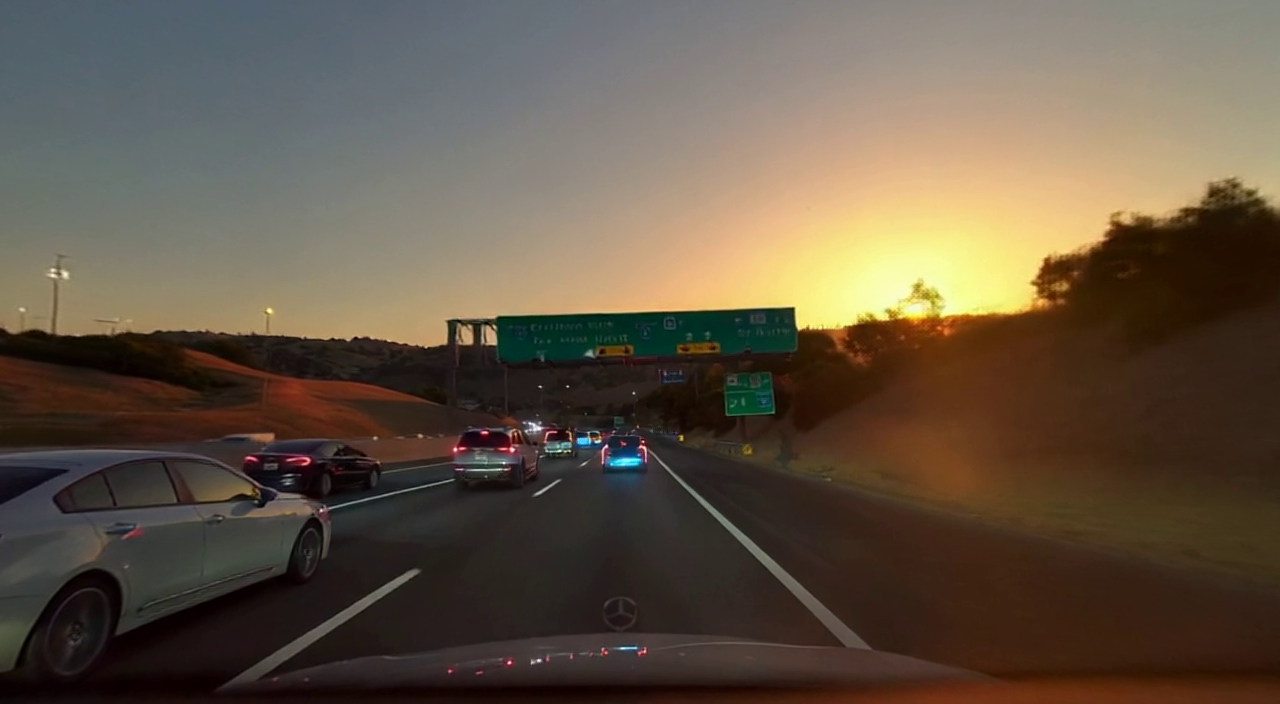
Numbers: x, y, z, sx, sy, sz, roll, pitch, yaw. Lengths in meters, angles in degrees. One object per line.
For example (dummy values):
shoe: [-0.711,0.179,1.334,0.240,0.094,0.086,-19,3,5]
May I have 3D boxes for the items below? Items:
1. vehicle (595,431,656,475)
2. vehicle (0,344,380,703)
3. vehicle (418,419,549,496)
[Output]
vehicle: [-0.510,3.669,23.062,2.070,1.452,3.834,0,-8,-1]
vehicle: [-3.843,1.063,4.495,2.107,1.703,4.274,0,-8,0]
vehicle: [-3.803,2.657,16.264,2.154,1.690,4.595,0,-8,1]
